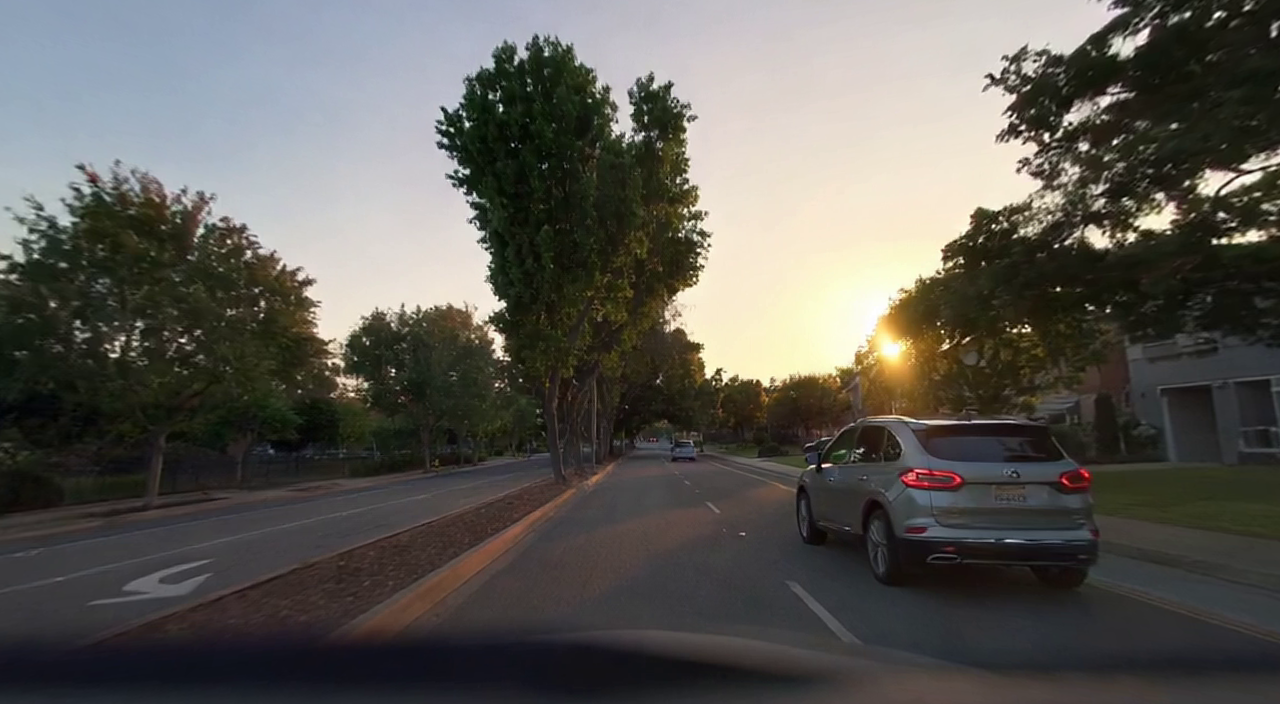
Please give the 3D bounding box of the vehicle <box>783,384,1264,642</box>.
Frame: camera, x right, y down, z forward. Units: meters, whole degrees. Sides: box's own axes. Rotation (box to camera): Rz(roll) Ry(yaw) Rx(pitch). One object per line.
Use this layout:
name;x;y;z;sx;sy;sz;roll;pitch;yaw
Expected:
vehicle;3.183;1.448;6.747;2.180;1.773;4.639;0;-8;0
